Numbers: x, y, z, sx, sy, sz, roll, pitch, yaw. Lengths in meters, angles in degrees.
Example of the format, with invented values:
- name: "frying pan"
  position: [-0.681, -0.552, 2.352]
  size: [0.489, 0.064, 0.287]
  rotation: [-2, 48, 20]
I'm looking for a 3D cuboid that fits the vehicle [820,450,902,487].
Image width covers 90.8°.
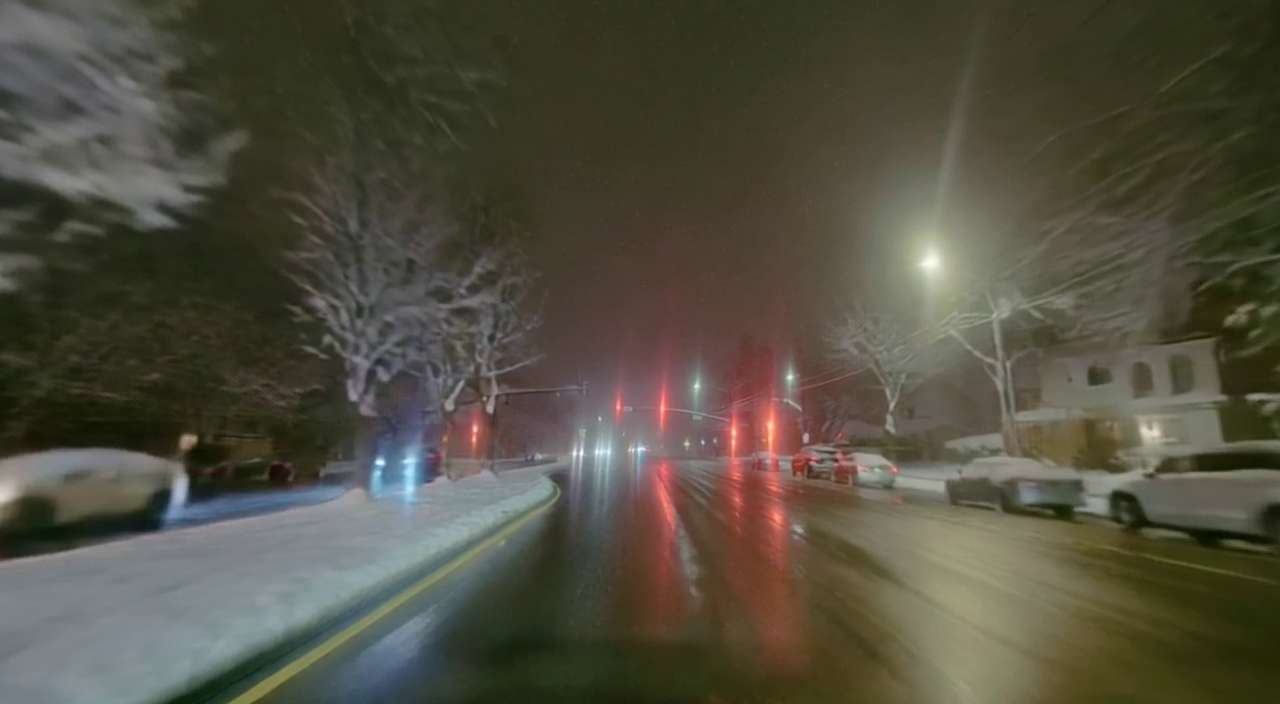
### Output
- name: "vehicle"
  position: [9.760, 5.168, 28.349]
  size: [1.931, 1.473, 4.742]
  rotation: [0, -9, 0]

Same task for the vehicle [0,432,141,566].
- name: "vehicle"
  position: [-8.175, 1.613, 6.838]
  size: [1.922, 1.486, 4.392]
  rotation: [0, -9, 0]

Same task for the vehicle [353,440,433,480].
- name: "vehicle"
  position: [-11.485, 5.037, 29.751]
  size: [1.940, 1.740, 4.356]
  rotation: [0, -9, 0]

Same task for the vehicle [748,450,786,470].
- name: "vehicle"
  position: [9.802, 8.370, 49.152]
  size: [1.918, 1.483, 4.813]
  rotation: [0, -9, -1]

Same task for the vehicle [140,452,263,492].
- name: "vehicle"
  position: [-18.312, 4.987, 26.716]
  size: [1.844, 1.480, 4.729]
  rotation: [0, -9, -1]

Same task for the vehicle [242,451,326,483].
- name: "vehicle"
  position: [-18.473, 5.961, 33.051]
  size: [1.728, 1.512, 4.554]
  rotation: [0, -9, 0]

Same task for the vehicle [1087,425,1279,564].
- name: "vehicle"
  position: [9.871, 2.119, 9.455]
  size: [2.176, 1.893, 5.744]
  rotation: [3, -9, 0]

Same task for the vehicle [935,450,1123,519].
- name: "vehicle"
  position: [9.829, 3.343, 16.518]
  size: [1.991, 1.490, 4.470]
  rotation: [0, -9, -1]

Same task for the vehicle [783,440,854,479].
- name: "vehicle"
  position: [9.779, 5.932, 35.124]
  size: [2.245, 1.983, 5.433]
  rotation: [0, -9, -1]
